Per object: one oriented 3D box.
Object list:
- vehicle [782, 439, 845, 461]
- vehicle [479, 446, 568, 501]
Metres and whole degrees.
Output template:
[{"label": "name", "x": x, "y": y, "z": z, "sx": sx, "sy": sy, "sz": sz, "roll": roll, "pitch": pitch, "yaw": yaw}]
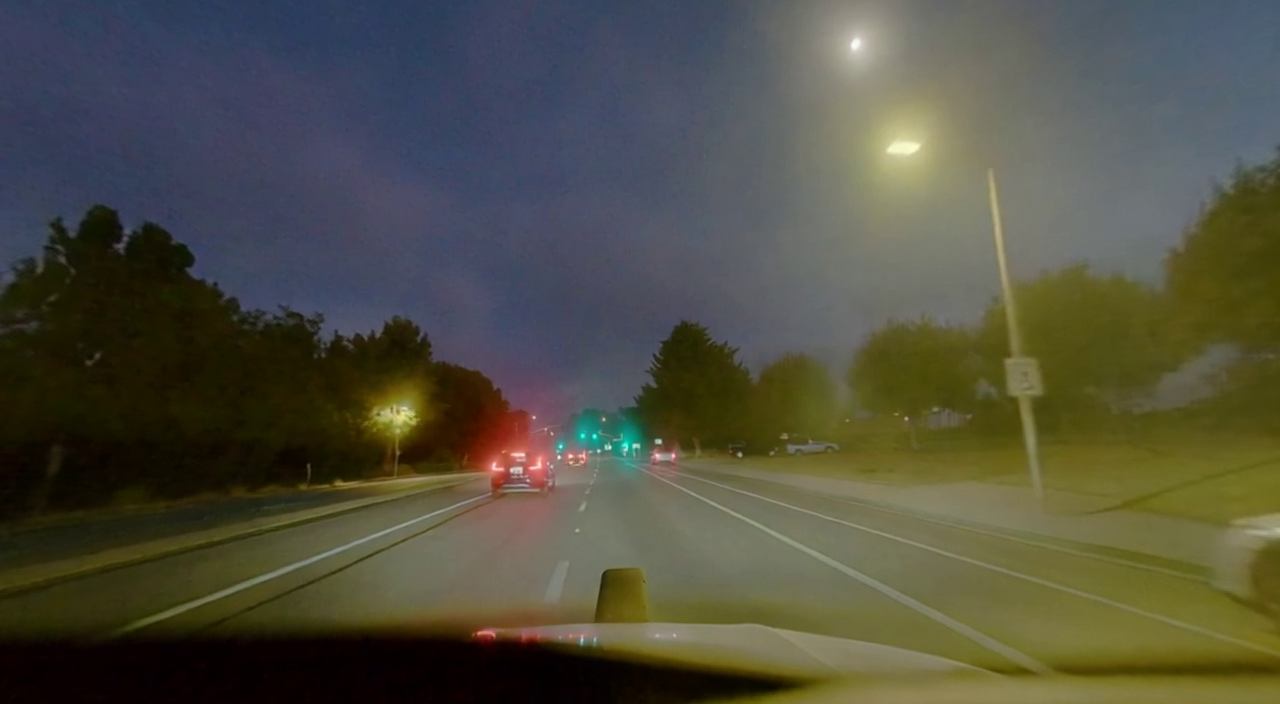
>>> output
[{"label": "vehicle", "x": 12.746, "y": 7.192, "z": 46.374, "sx": 3.965, "sy": 1.543, "sz": 2.021, "roll": 0, "pitch": -8, "yaw": -3}, {"label": "vehicle", "x": -3.432, "y": 3.640, "z": 19.435, "sx": 2.099, "sy": 1.470, "sz": 4.302, "roll": 0, "pitch": -8, "yaw": -3}]
